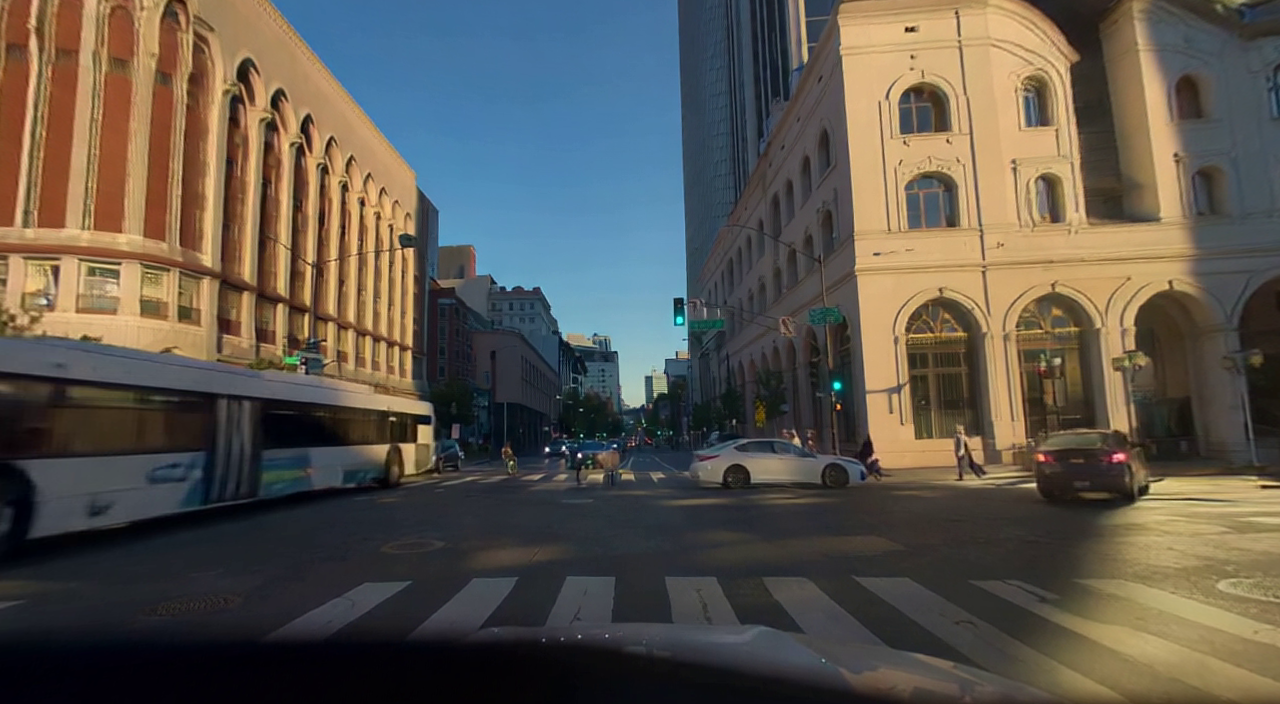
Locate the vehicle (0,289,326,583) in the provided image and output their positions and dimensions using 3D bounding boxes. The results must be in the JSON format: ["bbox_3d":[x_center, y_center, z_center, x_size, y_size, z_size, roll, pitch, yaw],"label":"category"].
[{"bbox_3d":[-8.949,1.289,9.461,2.916,3.427,10.189,0,-8,2],"label":"vehicle"}]

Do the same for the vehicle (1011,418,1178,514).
[{"bbox_3d":[8.896,2.117,12.182,2.006,1.495,4.271,-8,-11,42],"label":"vehicle"}]

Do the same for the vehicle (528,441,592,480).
[{"bbox_3d":[-3.111,4.336,25.491,1.904,1.402,4.759,0,-8,1],"label":"vehicle"}]

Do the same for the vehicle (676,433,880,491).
[{"bbox_3d":[3.920,3.084,17.955,5.388,1.465,2.050,-3,-9,20],"label":"vehicle"}]
